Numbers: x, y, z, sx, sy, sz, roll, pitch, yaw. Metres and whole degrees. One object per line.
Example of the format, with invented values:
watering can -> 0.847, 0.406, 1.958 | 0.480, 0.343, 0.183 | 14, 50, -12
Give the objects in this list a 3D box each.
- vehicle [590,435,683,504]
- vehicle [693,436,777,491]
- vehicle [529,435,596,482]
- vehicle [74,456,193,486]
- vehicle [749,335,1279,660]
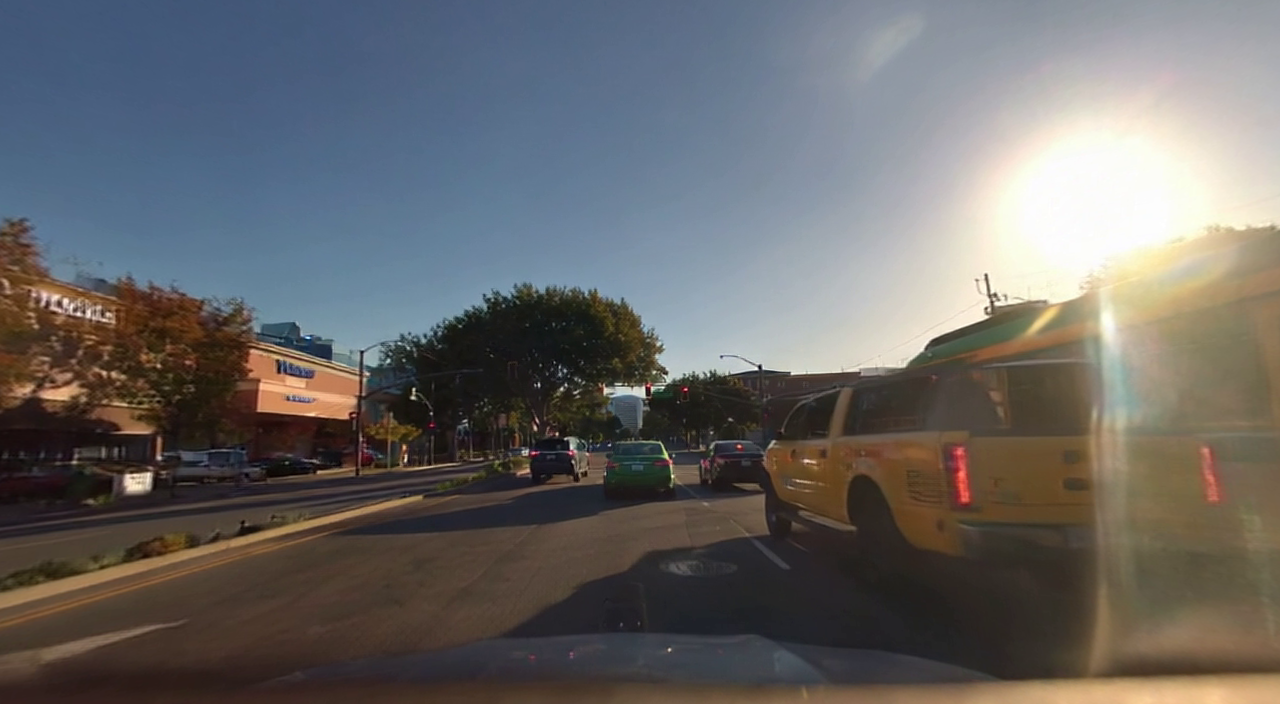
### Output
vehicle -> -0.106, 2.923, 16.143 | 2.071, 1.525, 3.723 | 0, -9, -1
vehicle -> 2.839, 3.446, 19.900 | 1.922, 1.508, 4.330 | 0, -9, -1
vehicle -> -3.042, 4.297, 25.775 | 2.180, 1.708, 4.397 | 0, -9, 0
vehicle -> -27.744, 6.513, 34.830 | 4.800, 1.461, 1.831 | 5, -10, -31
vehicle -> 3.003, 1.304, 6.841 | 2.490, 1.951, 5.931 | 0, -9, -1
